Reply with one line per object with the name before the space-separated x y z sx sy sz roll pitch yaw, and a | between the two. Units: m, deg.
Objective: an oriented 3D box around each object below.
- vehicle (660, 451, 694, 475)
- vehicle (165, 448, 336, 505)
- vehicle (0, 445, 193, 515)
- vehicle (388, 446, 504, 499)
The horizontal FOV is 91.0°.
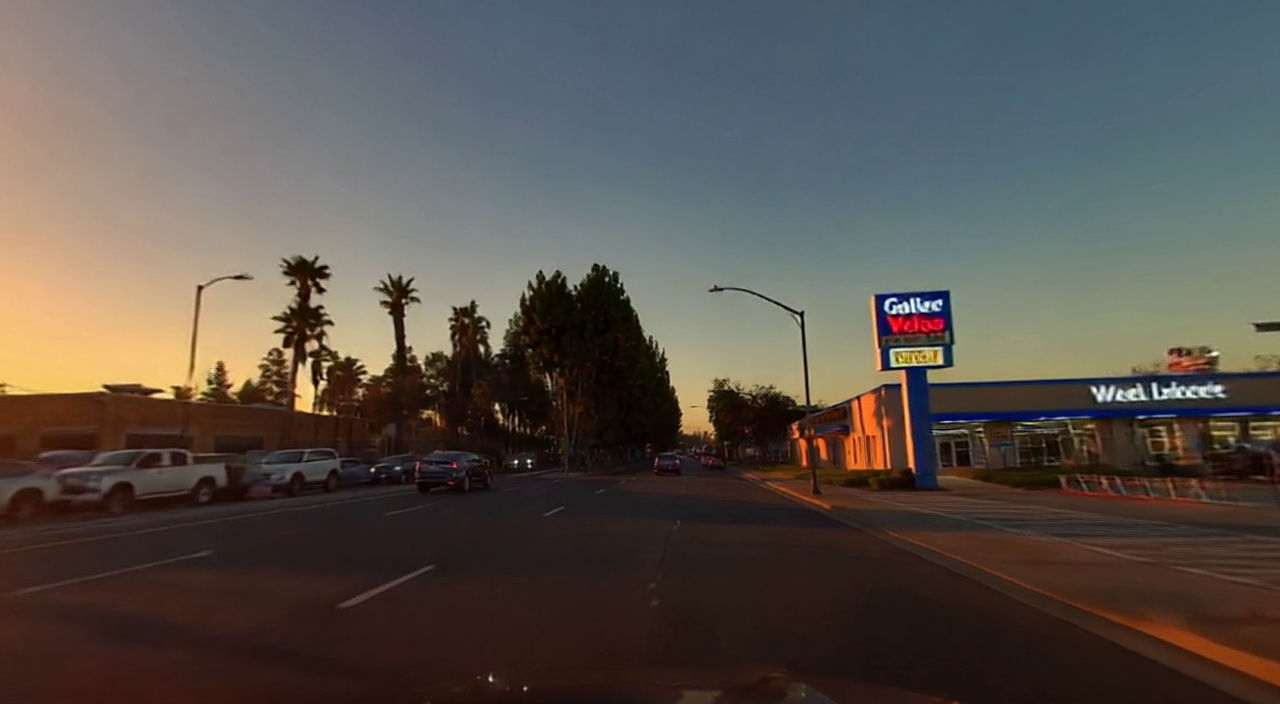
vehicle | 2.540 7.435 42.344 2.139 1.461 4.918 -1 -9 5
vehicle | -11.650 3.697 19.314 1.981 1.493 4.721 -1 -9 4
vehicle | -14.688 3.332 17.018 1.882 1.623 4.270 0 -9 3
vehicle | -6.180 3.866 20.663 2.090 1.520 4.452 -1 -9 4
